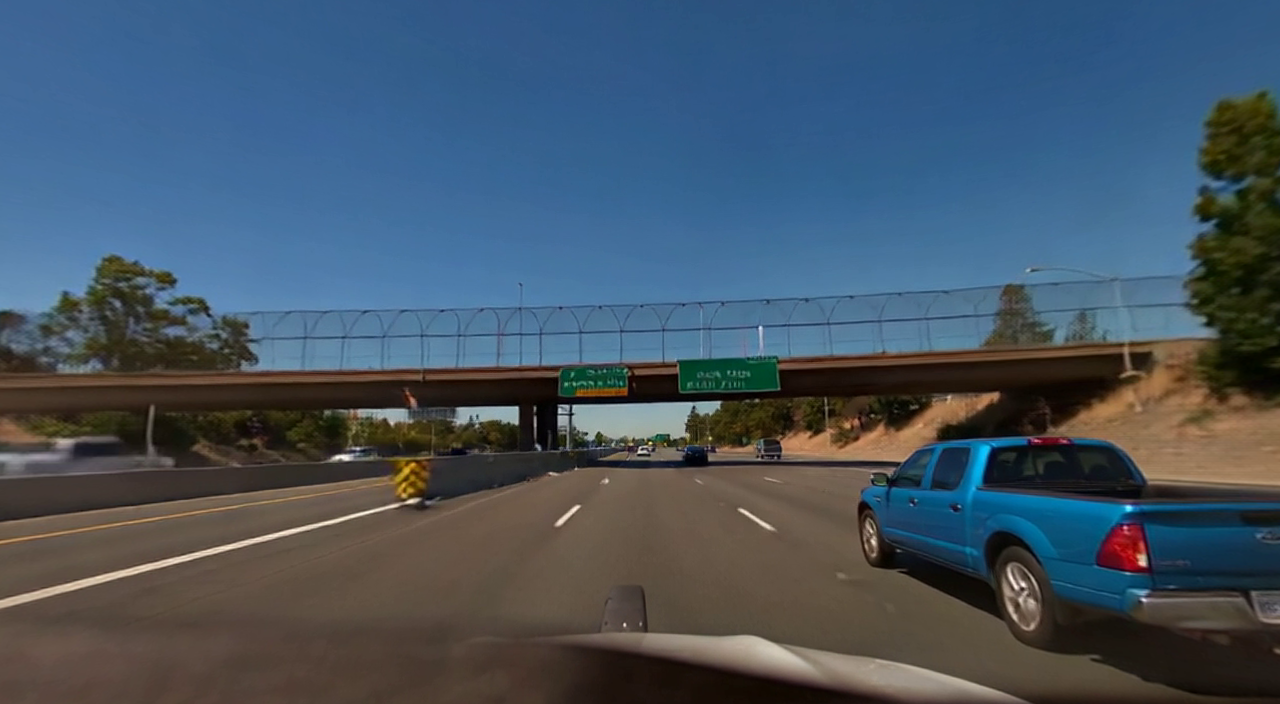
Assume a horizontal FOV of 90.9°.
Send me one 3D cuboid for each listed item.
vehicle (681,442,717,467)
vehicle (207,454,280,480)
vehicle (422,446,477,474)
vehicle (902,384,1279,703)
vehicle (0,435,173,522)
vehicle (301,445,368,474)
[{"bbox_3d":[4.007,7.035,43.553,2.014,1.643,4.039,0,-8,-1],"label":"vehicle"},{"bbox_3d":[-25.903,7.520,41.426,1.804,1.459,4.578,0,-8,0],"label":"vehicle"},{"bbox_3d":[-11.304,6.416,37.682,1.856,1.503,4.274,-1,-8,1],"label":"vehicle"},{"bbox_3d":[3.357,0.990,3.035,2.119,1.524,4.807,0,-8,0],"label":"vehicle"},{"bbox_3d":[-14.962,3.019,15.527,2.231,1.879,5.996,-1,-8,1],"label":"vehicle"},{"bbox_3d":[-22.114,7.785,45.968,2.210,1.915,5.344,0,-8,0],"label":"vehicle"}]
